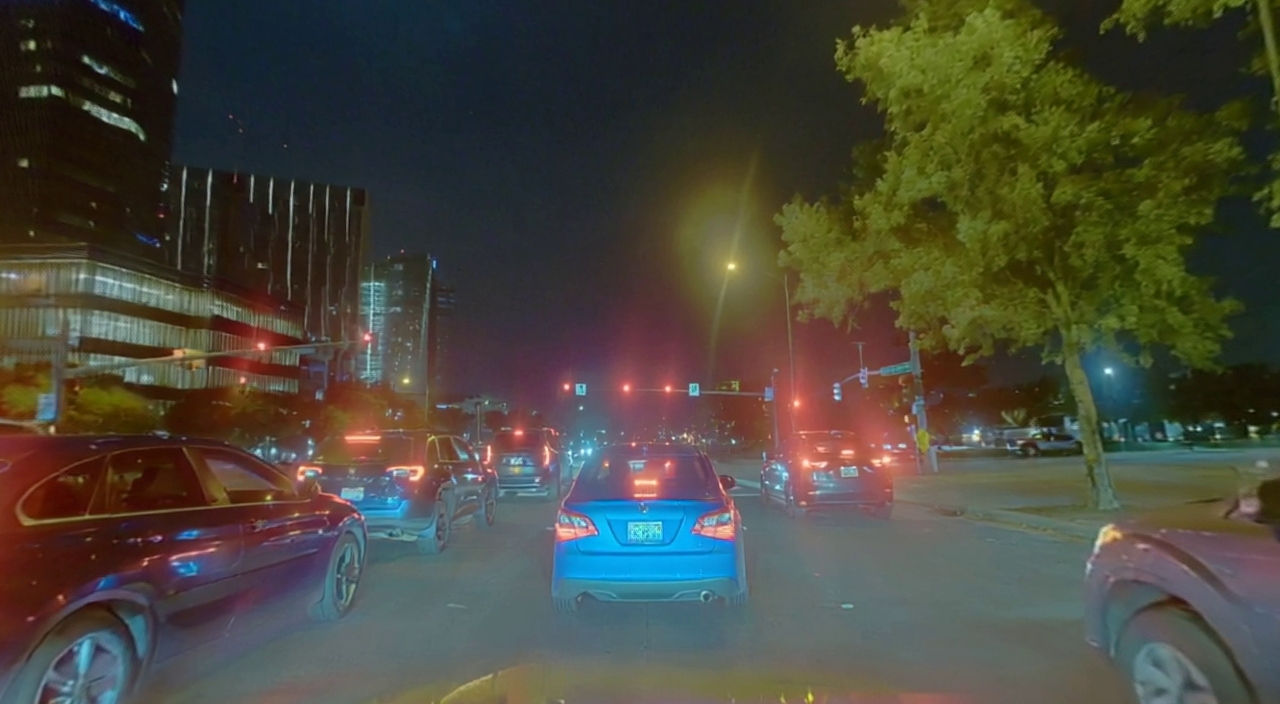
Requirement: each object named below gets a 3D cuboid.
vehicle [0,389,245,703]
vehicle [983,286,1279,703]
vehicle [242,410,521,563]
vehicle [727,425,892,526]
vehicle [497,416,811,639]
[{"bbox_3d":[-3.388,0.748,1.234,2.144,1.505,4.635,-1,-9,1],"label":"vehicle"},{"bbox_3d":[3.060,0.605,1.410,2.108,1.785,4.334,0,-9,0],"label":"vehicle"},{"bbox_3d":[-3.372,1.868,9.494,2.168,1.719,4.561,-1,-9,1],"label":"vehicle"},{"bbox_3d":[3.156,2.405,12.802,2.110,1.661,4.295,0,-8,0],"label":"vehicle"},{"bbox_3d":[0.089,1.506,6.377,2.147,1.507,3.953,0,-8,0],"label":"vehicle"}]
